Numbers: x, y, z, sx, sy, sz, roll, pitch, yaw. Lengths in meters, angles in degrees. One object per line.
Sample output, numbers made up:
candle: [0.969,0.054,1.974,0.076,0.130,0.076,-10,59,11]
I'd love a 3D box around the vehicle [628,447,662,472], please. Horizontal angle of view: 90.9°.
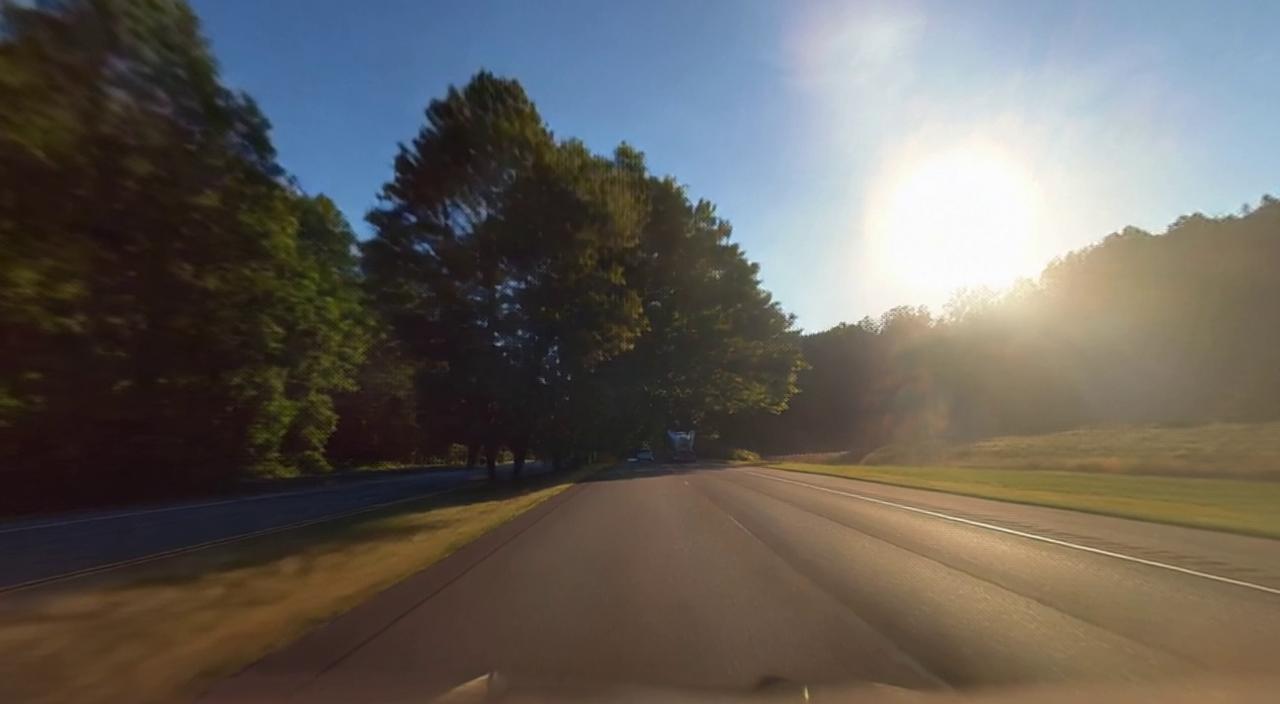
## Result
vehicle: [0.285,6.419,37.781,1.926,1.386,3.615,0,-9,0]
